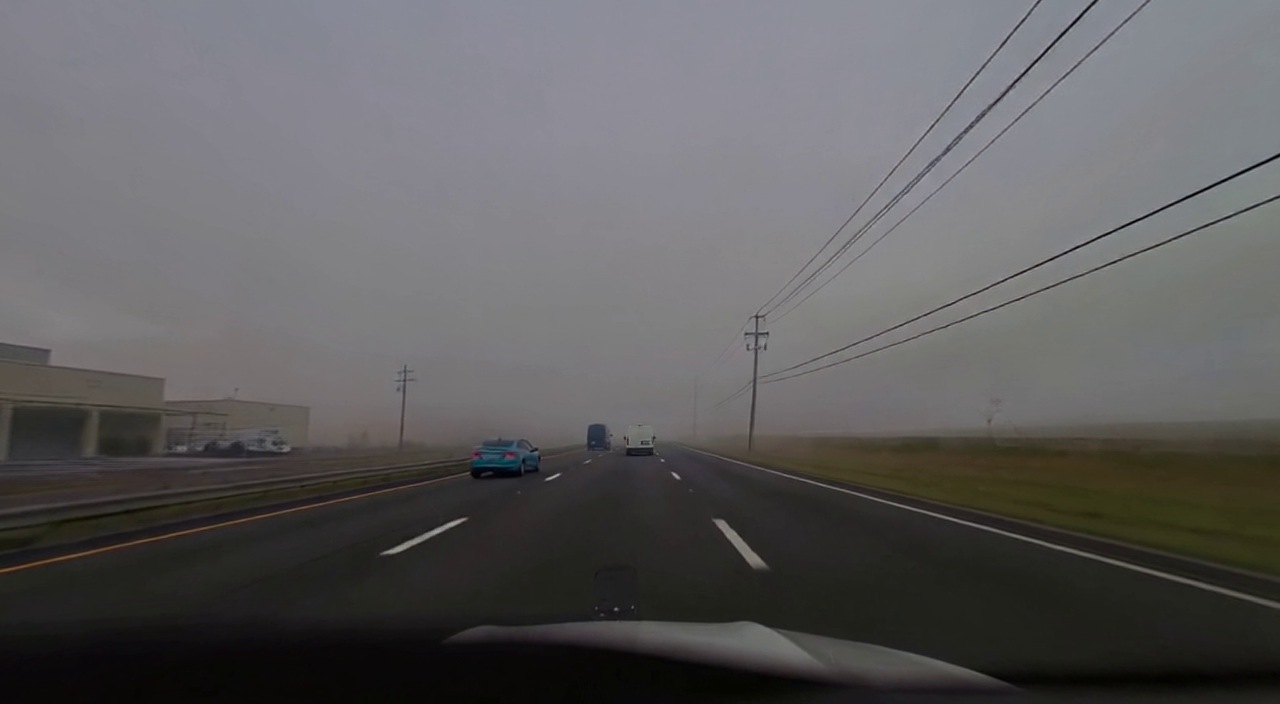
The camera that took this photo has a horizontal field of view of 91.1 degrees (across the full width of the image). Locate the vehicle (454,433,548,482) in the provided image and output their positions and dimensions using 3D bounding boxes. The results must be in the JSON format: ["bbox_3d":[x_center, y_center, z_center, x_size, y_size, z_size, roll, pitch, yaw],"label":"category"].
[{"bbox_3d":[-4.644,3.584,21.837,2.087,1.464,4.853,0,-8,1],"label":"vehicle"}]

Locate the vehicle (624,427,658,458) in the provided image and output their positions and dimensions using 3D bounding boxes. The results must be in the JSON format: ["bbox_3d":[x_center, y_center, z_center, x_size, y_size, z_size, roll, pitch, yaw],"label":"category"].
[{"bbox_3d":[0.017,6.245,43.534,2.213,1.997,4.456,0,-8,-1],"label":"vehicle"}]
